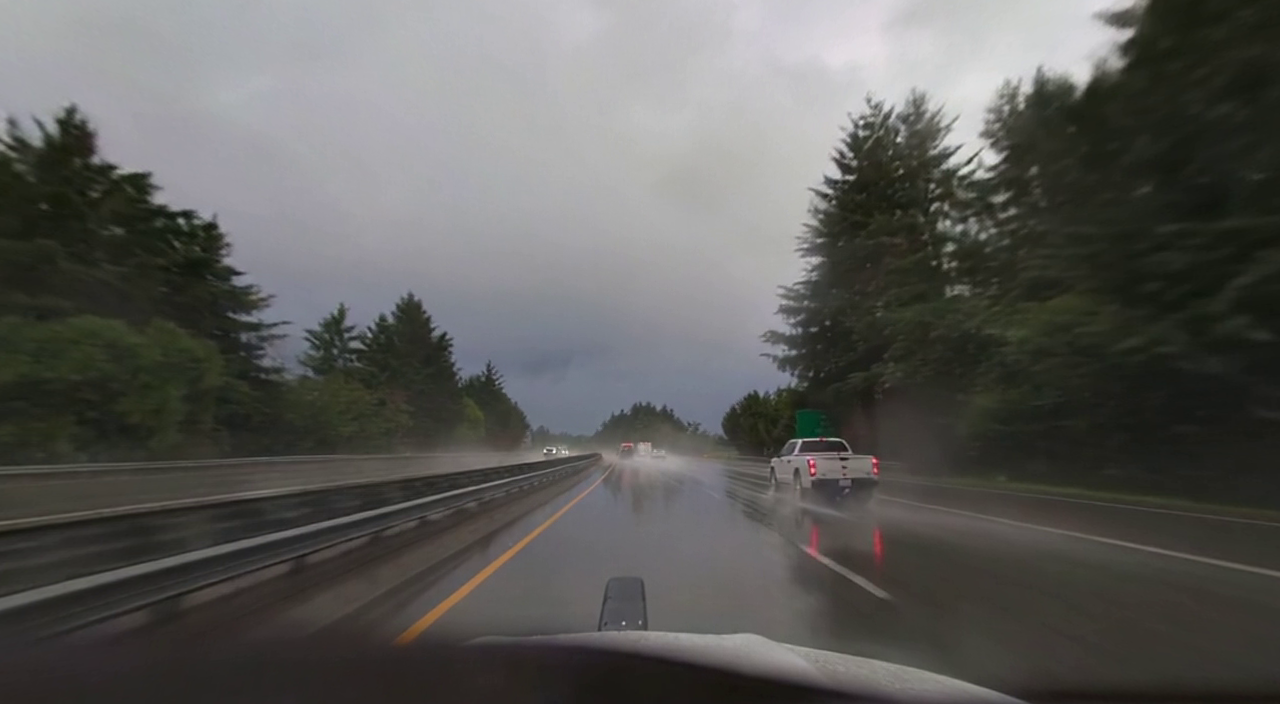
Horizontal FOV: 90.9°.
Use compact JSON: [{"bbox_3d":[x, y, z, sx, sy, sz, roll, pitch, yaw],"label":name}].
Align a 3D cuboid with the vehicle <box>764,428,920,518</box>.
[{"bbox_3d":[4.223,2.608,14.041,1.933,1.663,4.440,0,-9,-1],"label":"vehicle"}]
